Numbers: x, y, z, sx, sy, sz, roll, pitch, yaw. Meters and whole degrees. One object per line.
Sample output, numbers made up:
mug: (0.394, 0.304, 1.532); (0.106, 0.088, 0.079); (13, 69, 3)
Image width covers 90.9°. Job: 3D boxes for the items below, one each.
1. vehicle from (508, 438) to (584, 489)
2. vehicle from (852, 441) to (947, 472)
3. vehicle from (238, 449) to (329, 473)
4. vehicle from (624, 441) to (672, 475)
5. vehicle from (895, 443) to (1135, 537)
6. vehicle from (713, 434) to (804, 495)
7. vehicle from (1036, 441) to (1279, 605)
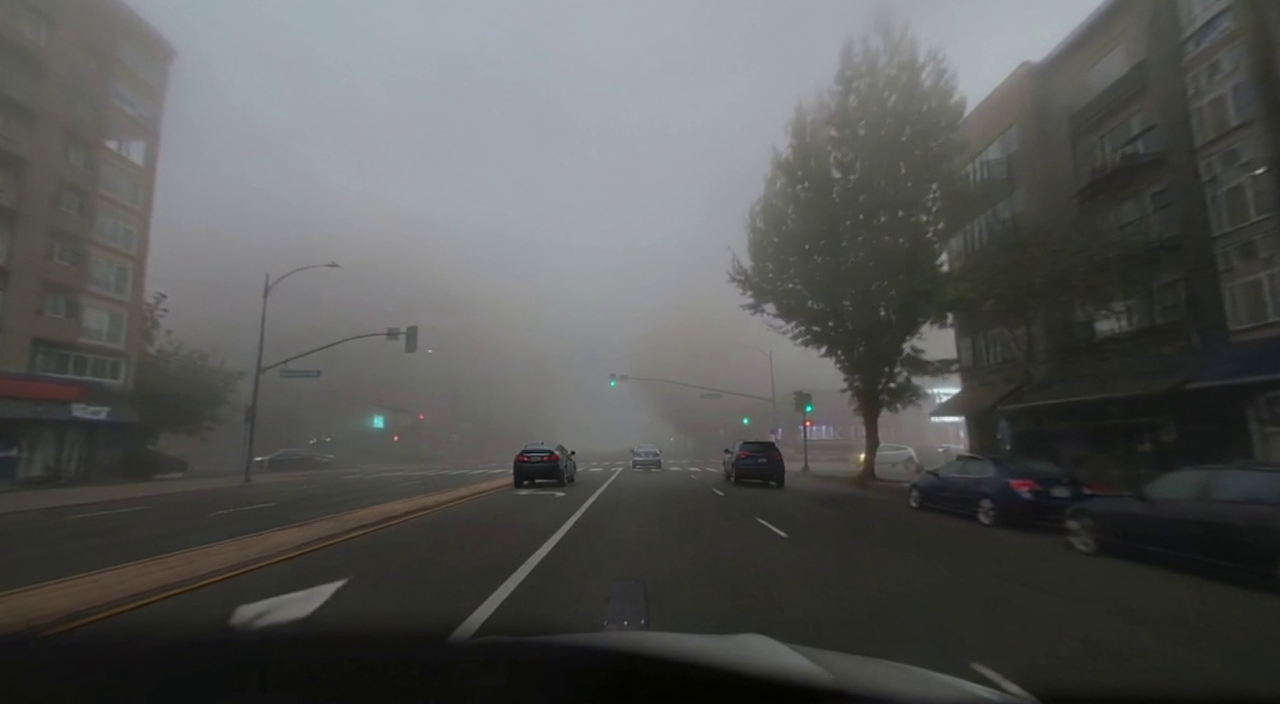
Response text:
vehicle: (-3.007, 3.661, 20.987); (1.860, 1.510, 4.073); (0, -8, 1)
vehicle: (15.877, 6.401, 38.745); (4.921, 1.841, 1.957); (0, -8, 0)
vehicle: (-23.580, 7.202, 41.784); (4.890, 1.514, 1.908); (0, -8, 0)
vehicle: (0.357, 5.005, 29.975); (2.103, 1.468, 4.094); (0, -8, 0)
vehicle: (6.936, 2.543, 12.339); (2.022, 1.491, 4.194); (0, -8, -1)
vehicle: (3.429, 3.347, 19.062); (1.987, 1.637, 3.896); (0, -8, 0)
vehicle: (6.772, 1.690, 6.641); (1.920, 1.473, 4.898); (0, -8, -2)
